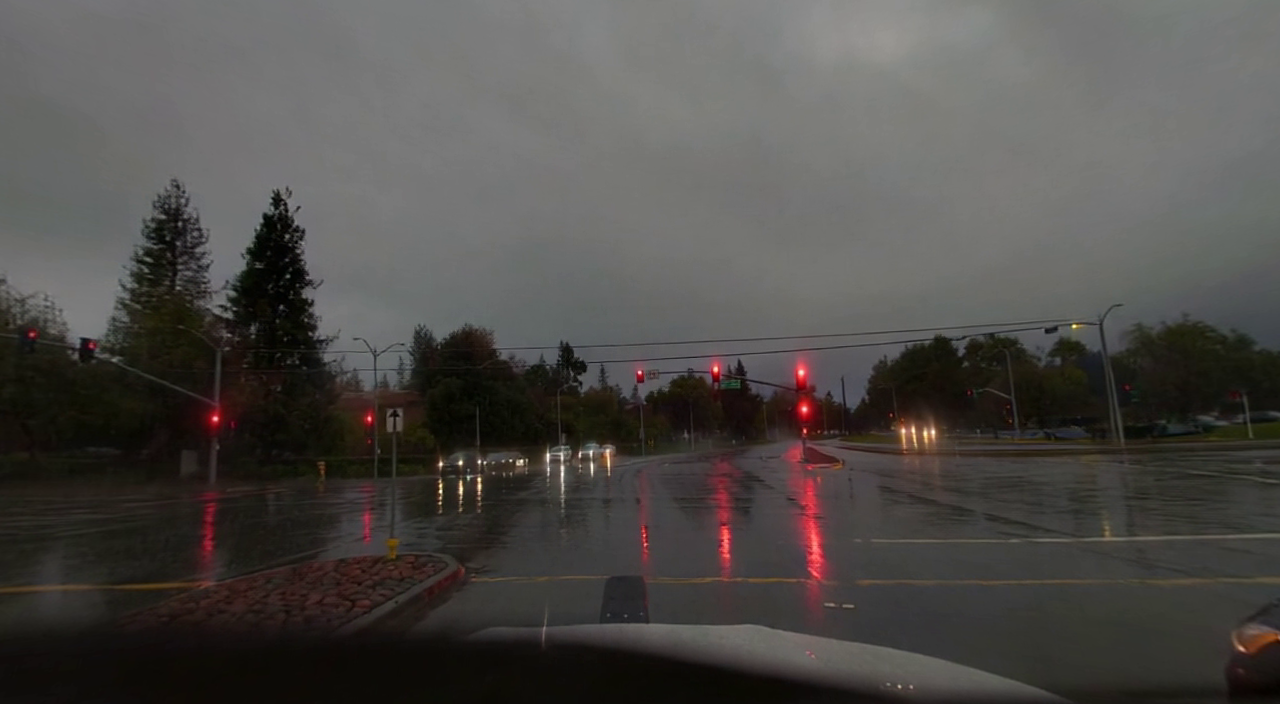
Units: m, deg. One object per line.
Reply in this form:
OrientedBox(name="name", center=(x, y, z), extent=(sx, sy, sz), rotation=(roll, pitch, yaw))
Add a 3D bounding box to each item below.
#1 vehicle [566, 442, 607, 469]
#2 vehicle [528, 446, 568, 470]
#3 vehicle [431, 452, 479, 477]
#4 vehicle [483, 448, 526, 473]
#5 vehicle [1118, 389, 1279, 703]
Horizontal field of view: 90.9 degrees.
OrientedBox(name="vehicle", center=(-3.602, 7.108, 43.353), extent=(2.215, 1.732, 4.684), rotation=(-1, -9, 3))
OrientedBox(name="vehicle", center=(-6.580, 7.623, 45.494), extent=(2.126, 1.657, 4.307), rotation=(-1, -9, 2))
OrientedBox(name="vehicle", center=(-13.412, 8.177, 45.974), extent=(2.101, 1.637, 4.304), rotation=(0, -9, 1))
OrientedBox(name="vehicle", center=(-9.796, 7.852, 45.905), extent=(2.064, 1.725, 4.243), rotation=(0, -9, 1))
OrientedBox(name="vehicle", center=(3.050, 0.612, 0.410), extent=(1.978, 1.468, 4.544), rotation=(0, -9, 1))
